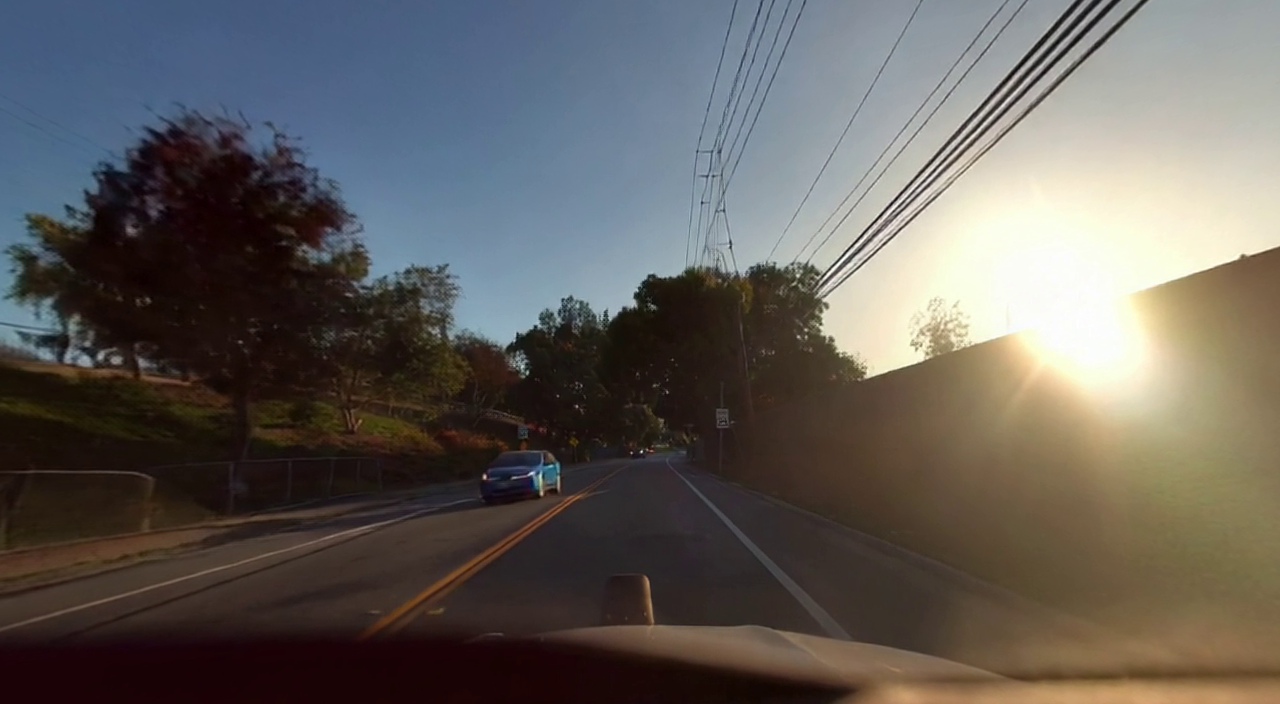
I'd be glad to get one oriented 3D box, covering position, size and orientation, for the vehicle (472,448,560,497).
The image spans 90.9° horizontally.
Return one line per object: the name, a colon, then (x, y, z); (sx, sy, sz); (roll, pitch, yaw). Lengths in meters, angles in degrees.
vehicle: (-4.066, 4.031, 21.539); (1.975, 1.481, 4.445); (-1, -9, 2)
